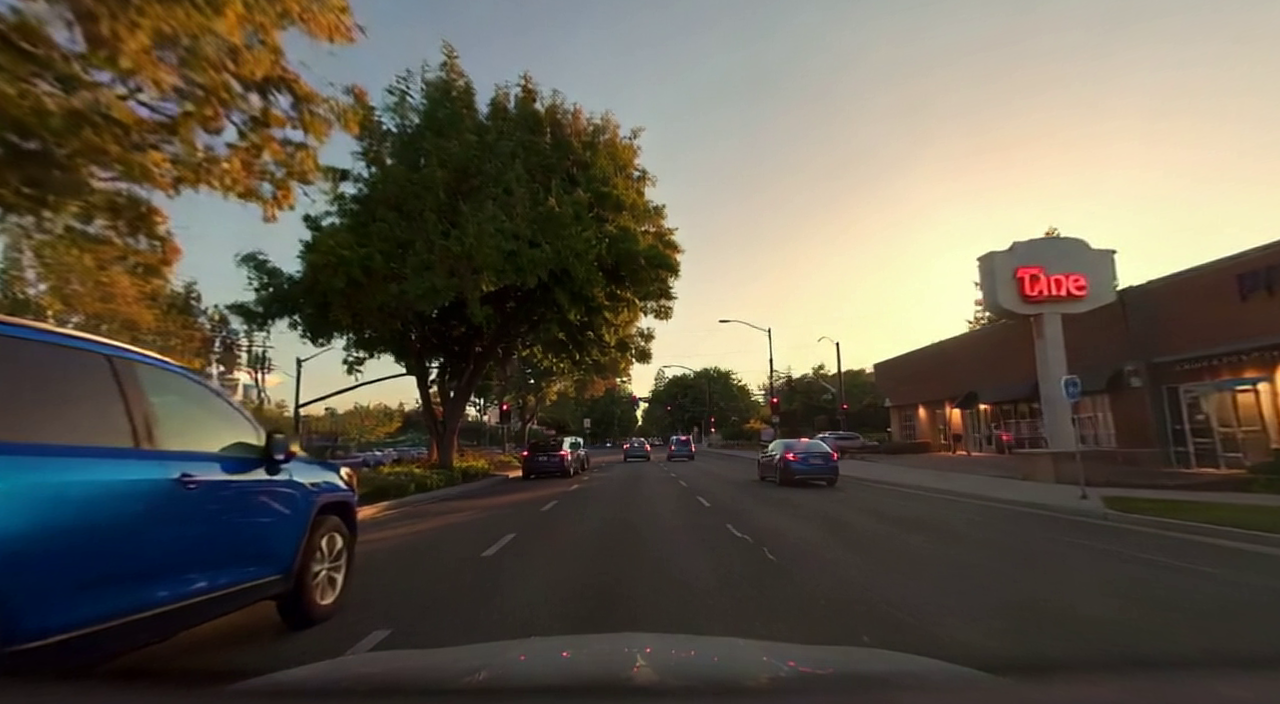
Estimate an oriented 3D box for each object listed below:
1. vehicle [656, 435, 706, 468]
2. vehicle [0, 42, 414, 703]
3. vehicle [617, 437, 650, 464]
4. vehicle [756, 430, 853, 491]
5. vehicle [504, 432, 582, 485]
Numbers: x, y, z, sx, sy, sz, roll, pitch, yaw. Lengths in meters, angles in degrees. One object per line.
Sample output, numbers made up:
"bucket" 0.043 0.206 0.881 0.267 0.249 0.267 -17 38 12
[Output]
"vehicle" 2.503 5.880 37.517 2.209 1.806 4.689 -2 -9 13
"vehicle" -3.555 0.429 3.350 2.443 2.784 5.862 0 -9 1
"vehicle" -0.463 6.823 43.709 2.130 1.725 4.223 0 -9 -1
"vehicle" 4.831 3.258 19.203 1.869 1.646 4.166 0 -9 1
"vehicle" -3.349 3.791 22.712 2.030 1.724 4.365 0 -9 1
